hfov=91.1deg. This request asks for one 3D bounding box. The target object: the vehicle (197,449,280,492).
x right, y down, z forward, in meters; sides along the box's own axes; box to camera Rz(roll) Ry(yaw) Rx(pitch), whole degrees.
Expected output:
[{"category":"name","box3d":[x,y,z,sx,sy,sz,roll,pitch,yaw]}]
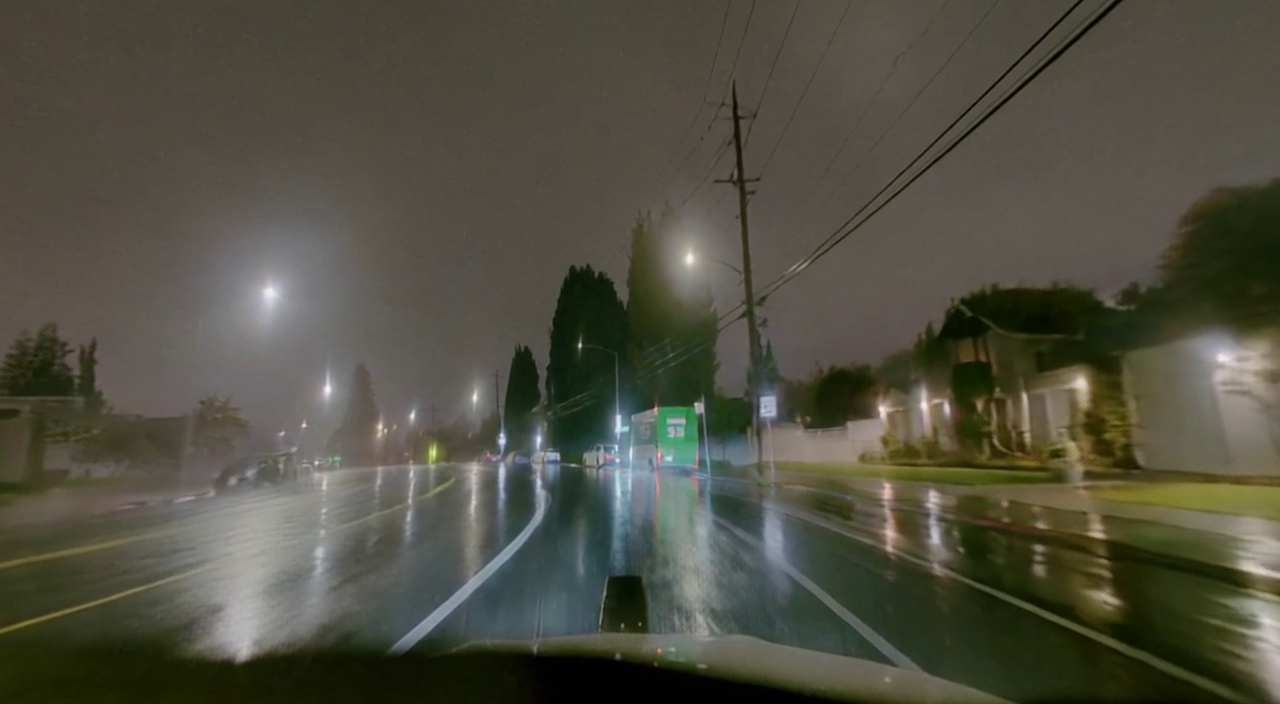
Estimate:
[{"category":"vehicle","box3d":[-18.795,5.511,29.644,1.976,1.797,4.249,2,-9,-15]}]

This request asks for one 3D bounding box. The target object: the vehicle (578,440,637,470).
[{"category":"vehicle","box3d":[-2.347,6.970,42.880,2.251,1.868,6.178,3,-9,-20]}]

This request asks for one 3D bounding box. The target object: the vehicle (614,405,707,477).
[{"category":"vehicle","box3d":[0.832,4.765,33.384,2.918,3.319,7.595,2,-9,-14]}]
